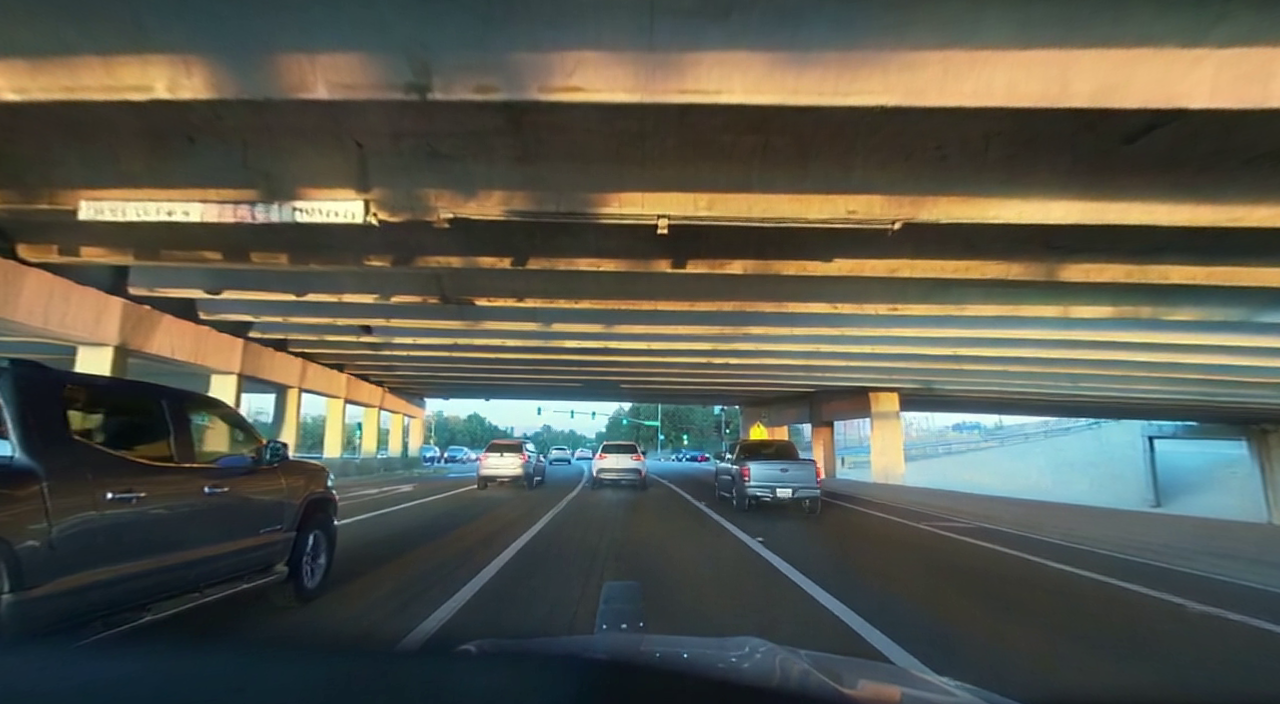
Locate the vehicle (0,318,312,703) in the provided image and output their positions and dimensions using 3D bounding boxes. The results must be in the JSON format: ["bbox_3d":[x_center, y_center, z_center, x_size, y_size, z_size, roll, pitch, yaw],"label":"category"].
[{"bbox_3d":[-3.677,0.789,2.704,2.074,1.814,4.596,0,-8,-1],"label":"vehicle"}]

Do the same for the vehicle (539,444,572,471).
[{"bbox_3d":[-5.325,6.691,40.085,1.829,1.614,3.611,1,-8,-4],"label":"vehicle"}]

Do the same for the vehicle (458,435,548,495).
[{"bbox_3d":[-4.255,3.578,20.313,2.127,1.720,4.064,0,-8,-2],"label":"vehicle"}]

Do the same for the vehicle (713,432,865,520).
[{"bbox_3d":[3.292,2.871,15.300,2.234,1.720,5.378,0,-8,-2],"label":"vehicle"}]

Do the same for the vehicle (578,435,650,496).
[{"bbox_3d":[-0.818,3.557,20.120,2.097,1.748,3.794,0,-8,-2],"label":"vehicle"}]

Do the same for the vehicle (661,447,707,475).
[{"bbox_3d":[2.444,6.193,36.099,2.026,1.457,3.969,1,-8,-5],"label":"vehicle"}]
